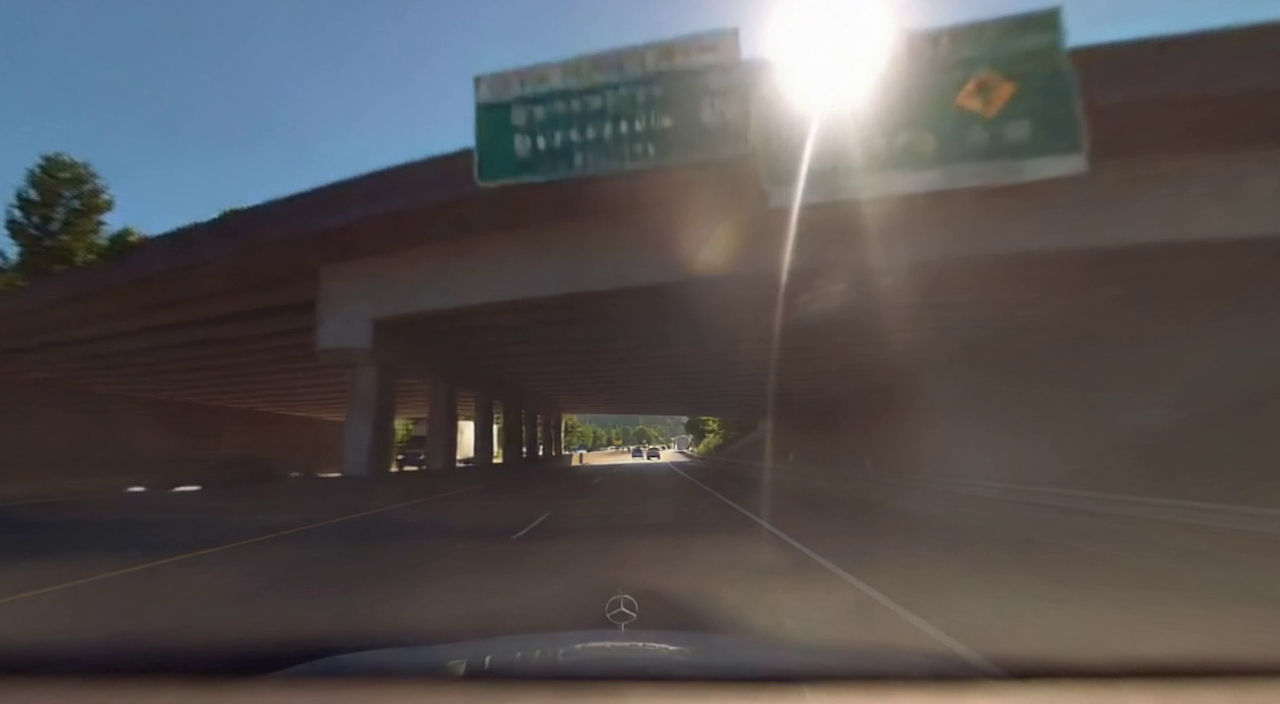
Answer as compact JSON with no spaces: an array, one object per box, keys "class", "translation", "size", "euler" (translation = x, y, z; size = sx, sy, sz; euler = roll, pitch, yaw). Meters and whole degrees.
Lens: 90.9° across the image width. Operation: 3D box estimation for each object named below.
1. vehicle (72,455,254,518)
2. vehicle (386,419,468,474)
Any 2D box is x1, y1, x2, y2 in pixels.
[{"class":"vehicle","translation":[-12.751,3.584,17.226],"size":[1.868,1.451,3.891],"euler":[0,-9,1]},{"class":"vehicle","translation":[-16.459,7.455,49.643],"size":[2.898,3.875,9.397],"euler":[0,-9,1]}]
